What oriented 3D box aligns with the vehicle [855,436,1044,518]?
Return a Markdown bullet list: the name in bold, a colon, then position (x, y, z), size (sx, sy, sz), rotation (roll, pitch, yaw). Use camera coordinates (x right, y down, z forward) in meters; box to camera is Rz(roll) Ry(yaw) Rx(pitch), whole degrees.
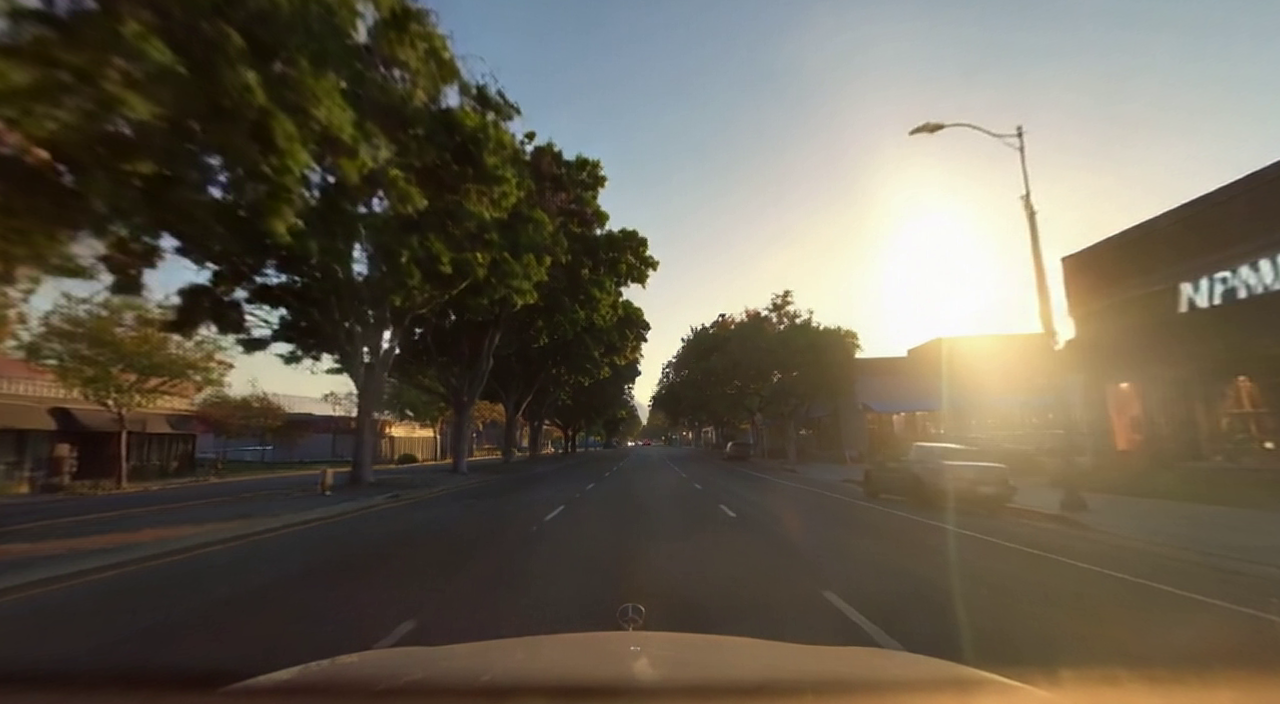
- **vehicle**: position (6.618, 2.675, 14.210), size (1.923, 1.498, 4.676), rotation (1, -8, 0)
